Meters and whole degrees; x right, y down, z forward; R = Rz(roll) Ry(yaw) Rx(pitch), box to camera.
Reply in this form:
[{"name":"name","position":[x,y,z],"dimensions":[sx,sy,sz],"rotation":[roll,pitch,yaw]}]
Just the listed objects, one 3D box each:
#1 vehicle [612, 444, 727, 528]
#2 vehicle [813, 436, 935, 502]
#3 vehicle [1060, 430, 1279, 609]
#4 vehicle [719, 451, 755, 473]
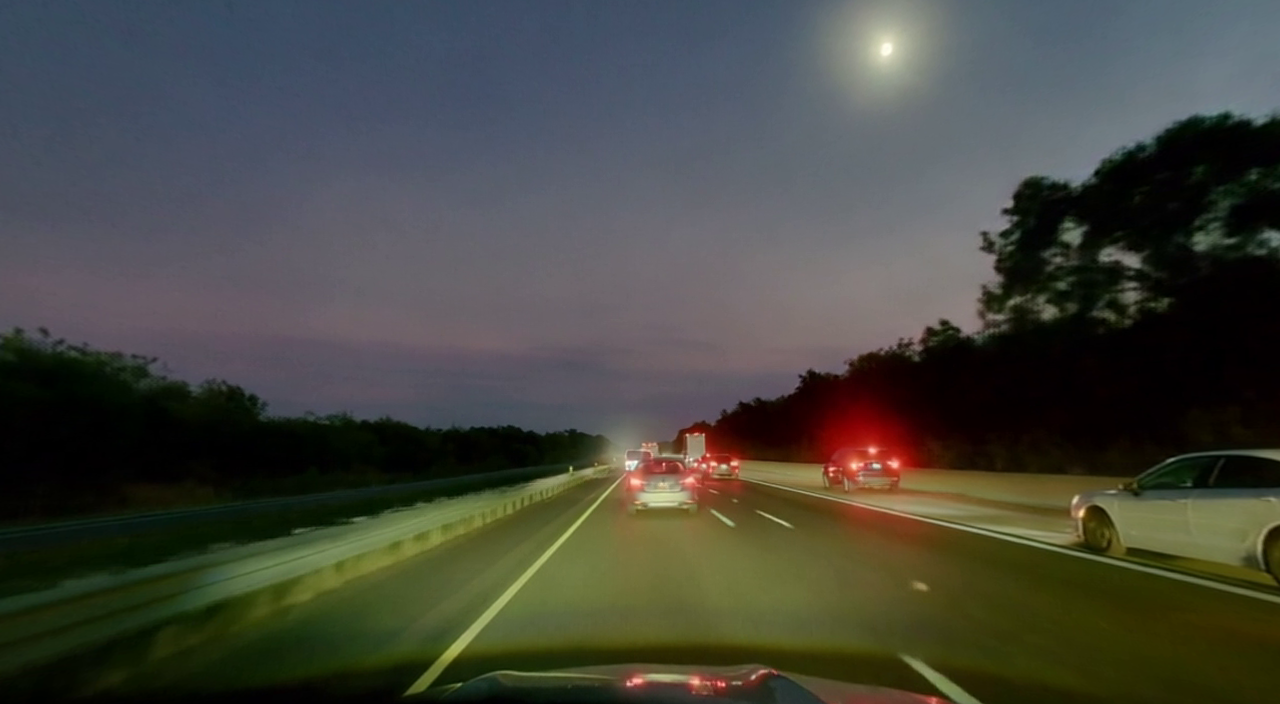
[{"name":"vehicle","position":[0.552,2.738,13.373],"dimensions":[2.076,1.485,3.774],"rotation":[0,-9,0]},{"name":"vehicle","position":[6.789,3.444,18.869],"dimensions":[1.980,1.702,4.235],"rotation":[0,-9,0]},{"name":"vehicle","position":[6.354,1.501,5.916],"dimensions":[1.965,1.484,4.090],"rotation":[0,-9,0]},{"name":"vehicle","position":[6.765,7.727,44.382],"dimensions":[1.921,1.451,3.841],"rotation":[0,-9,0]}]
